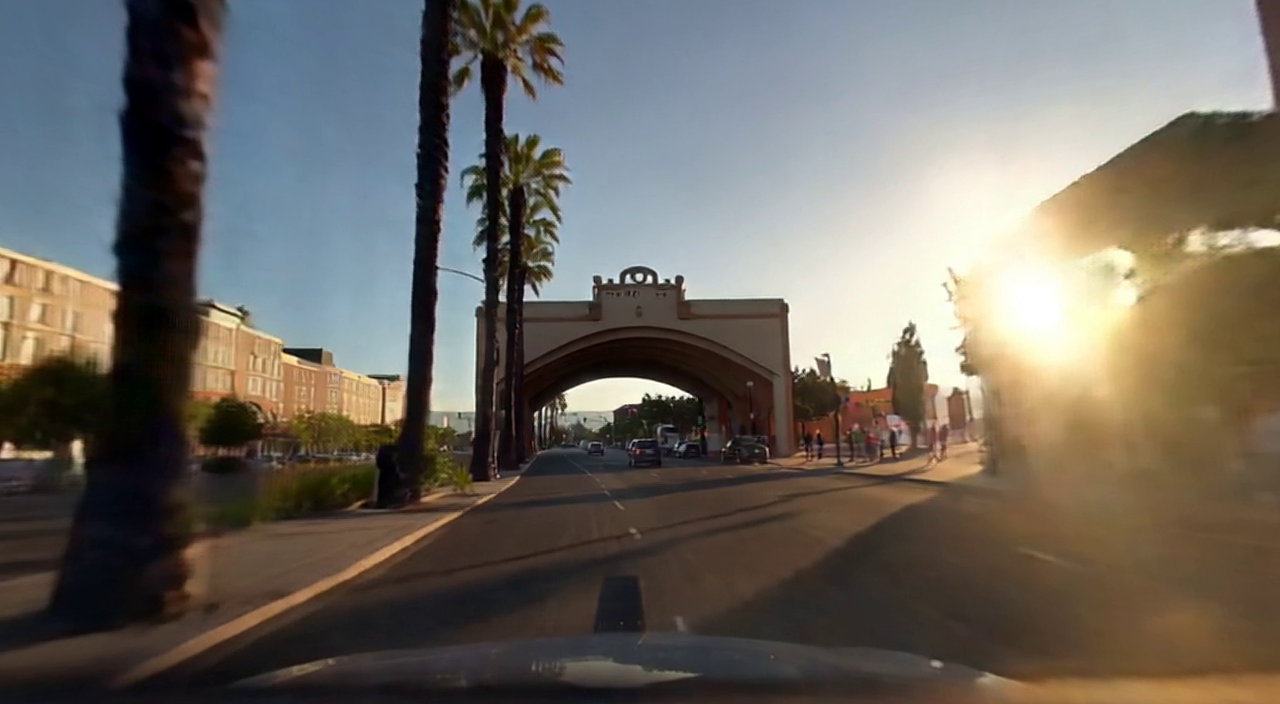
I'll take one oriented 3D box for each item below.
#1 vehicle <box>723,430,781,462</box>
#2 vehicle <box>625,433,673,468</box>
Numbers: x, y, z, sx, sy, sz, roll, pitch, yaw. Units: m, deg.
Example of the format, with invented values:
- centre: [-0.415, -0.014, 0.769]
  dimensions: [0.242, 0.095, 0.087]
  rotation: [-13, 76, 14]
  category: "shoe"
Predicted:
- centre: [7.736, 6.597, 44.326]
  dimensions: [2.417, 2.030, 5.711]
  rotation: [1, -8, -7]
  category: "vehicle"
- centre: [0.447, 6.232, 40.205]
  dimensions: [2.284, 2.010, 6.670]
  rotation: [1, -8, -5]
  category: "vehicle"
